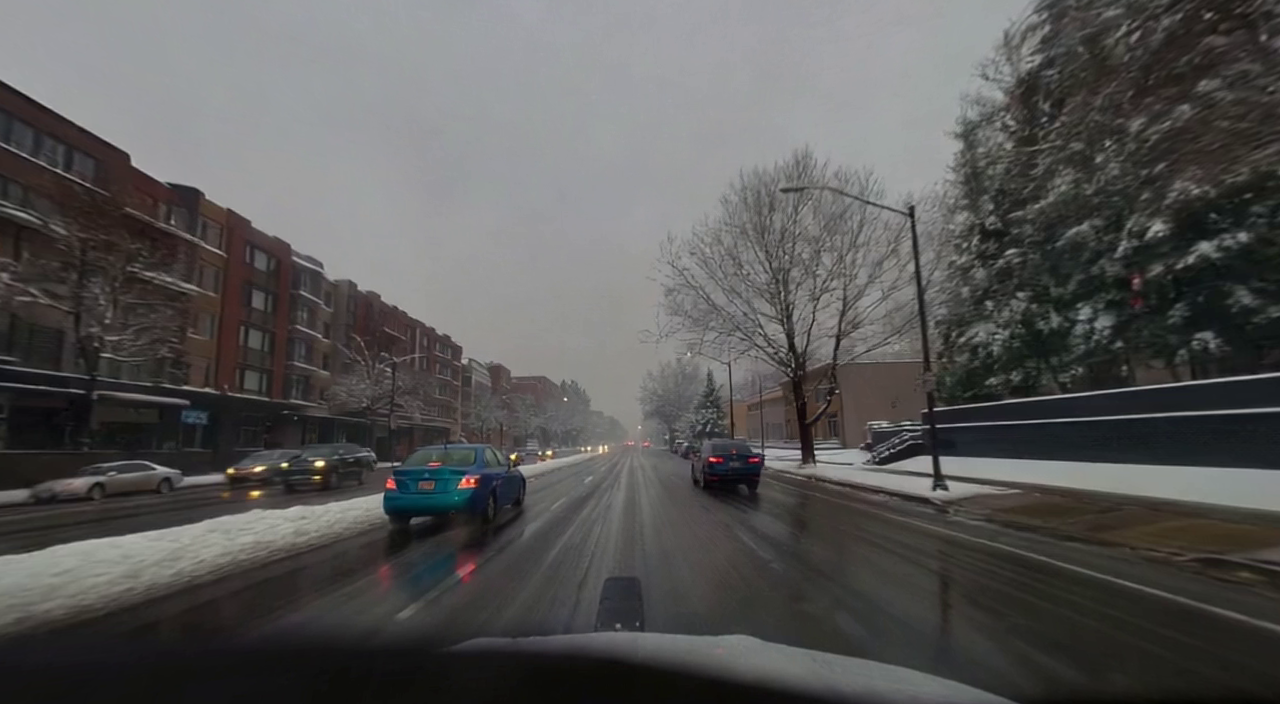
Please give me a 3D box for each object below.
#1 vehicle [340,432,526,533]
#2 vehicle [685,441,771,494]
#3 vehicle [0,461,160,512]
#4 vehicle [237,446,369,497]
[{"bbox_3d":[-3.537,2.301,11.736,2.062,1.527,4.044,0,-9,0],"label":"vehicle"},{"bbox_3d":[2.641,3.613,20.160,1.978,1.471,4.426,0,-9,-2],"label":"vehicle"},{"bbox_3d":[-17.917,4.231,20.251,1.884,1.362,4.151,-2,-9,-1],"label":"vehicle"},{"bbox_3d":[-11.329,4.005,21.681,1.996,1.535,4.474,0,-9,1],"label":"vehicle"}]
